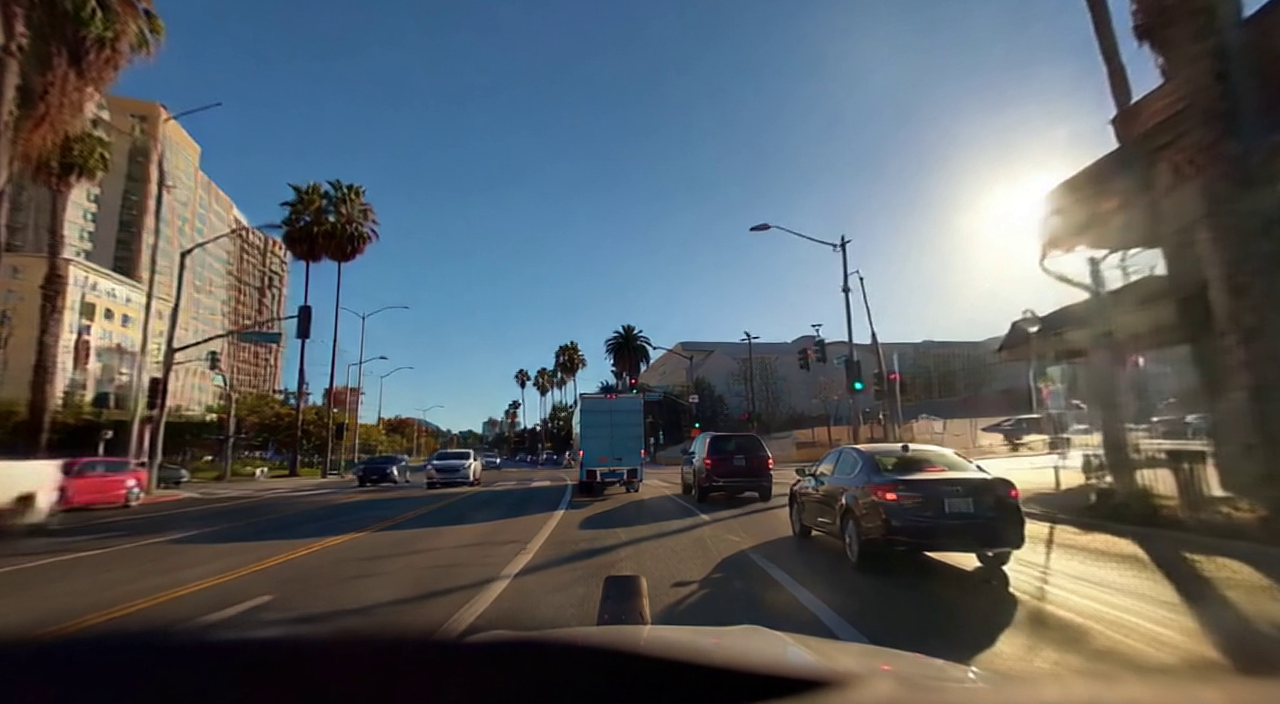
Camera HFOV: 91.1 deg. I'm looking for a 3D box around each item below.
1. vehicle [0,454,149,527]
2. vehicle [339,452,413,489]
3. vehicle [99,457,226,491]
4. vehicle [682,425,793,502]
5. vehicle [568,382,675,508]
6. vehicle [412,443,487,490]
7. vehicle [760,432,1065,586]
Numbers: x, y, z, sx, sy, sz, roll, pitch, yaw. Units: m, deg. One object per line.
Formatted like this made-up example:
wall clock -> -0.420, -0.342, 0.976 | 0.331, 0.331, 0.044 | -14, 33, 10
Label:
vehicle -> -15.434, 3.478, 16.370 | 1.861, 1.574, 4.456 | 1, -9, -5
vehicle -> -12.229, 5.478, 29.374 | 1.975, 1.503, 4.533 | 1, -9, -7
vehicle -> -23.149, 5.914, 30.562 | 4.585, 1.533, 1.996 | 0, -9, 3
vehicle -> 2.690, 3.284, 18.876 | 2.157, 1.944, 5.423 | 0, -9, -3
vehicle -> -0.719, 2.651, 17.953 | 2.517, 2.926, 6.177 | 1, -9, -5
vehicle -> -7.624, 4.610, 25.633 | 2.058, 1.730, 4.466 | 1, -9, -6
vehicle -> 3.199, 1.930, 8.688 | 1.978, 1.507, 4.636 | 0, -9, -2
